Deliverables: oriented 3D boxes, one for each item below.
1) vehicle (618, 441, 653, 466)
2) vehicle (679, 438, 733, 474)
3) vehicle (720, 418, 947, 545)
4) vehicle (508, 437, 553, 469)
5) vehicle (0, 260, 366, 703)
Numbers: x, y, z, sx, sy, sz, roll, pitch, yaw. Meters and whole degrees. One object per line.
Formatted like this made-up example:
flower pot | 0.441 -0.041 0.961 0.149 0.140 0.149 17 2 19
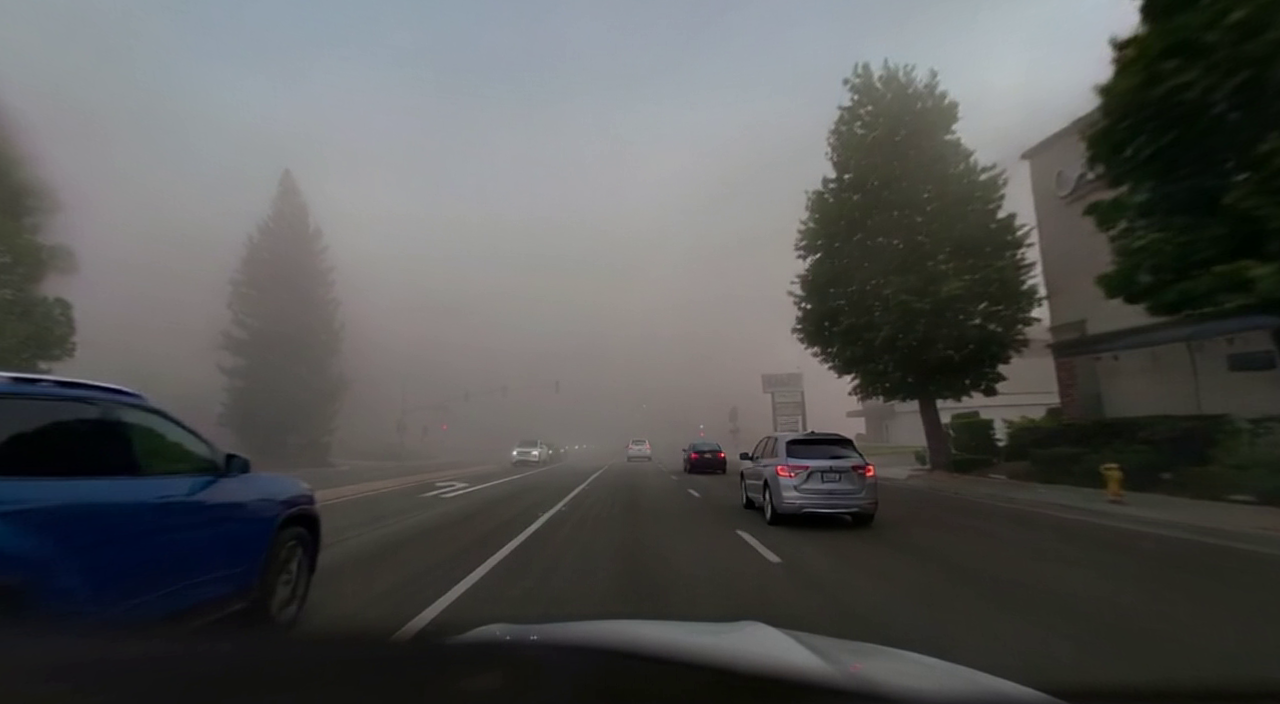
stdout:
vehicle | -0.292 6.154 38.463 2.008 1.464 4.052 0 -8 -1
vehicle | 2.853 4.629 28.381 1.842 1.480 4.155 0 -8 -2
vehicle | 2.779 2.004 10.514 2.174 1.596 4.779 0 -8 -1
vehicle | -6.738 6.249 39.366 2.136 1.837 4.669 0 -8 -2
vehicle | -3.740 0.862 3.583 2.368 2.037 5.319 0 -8 -5
